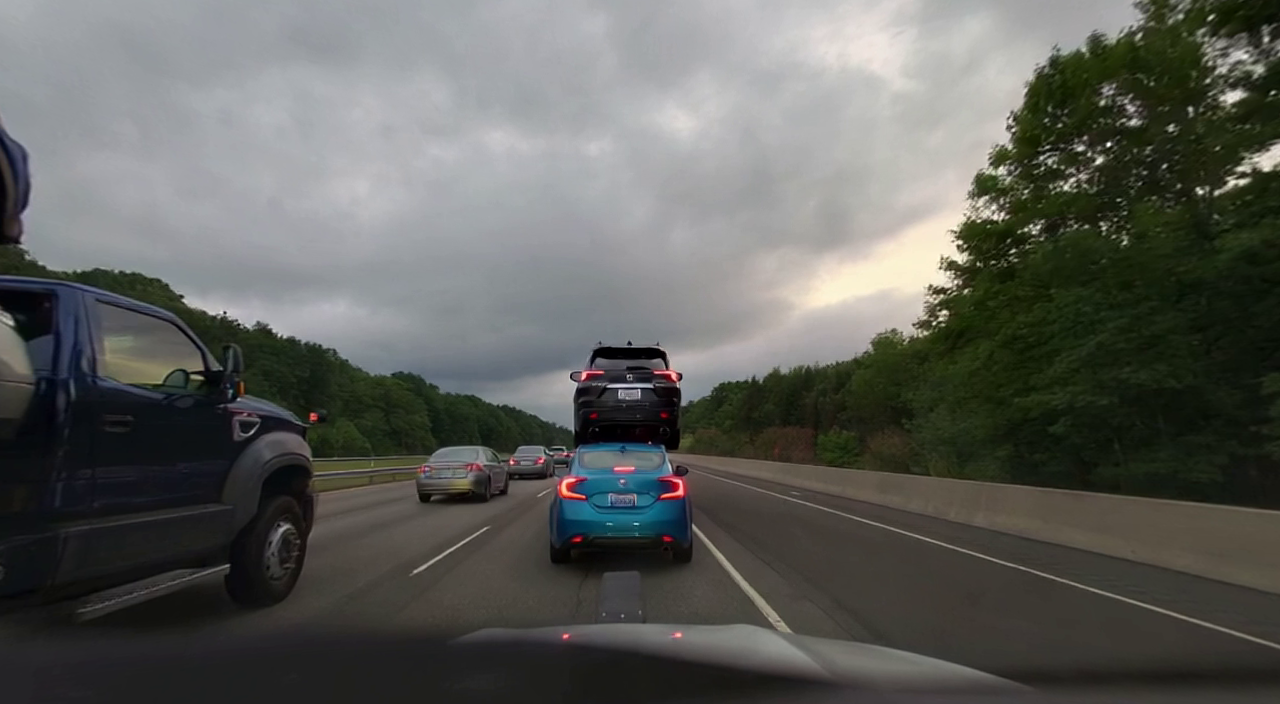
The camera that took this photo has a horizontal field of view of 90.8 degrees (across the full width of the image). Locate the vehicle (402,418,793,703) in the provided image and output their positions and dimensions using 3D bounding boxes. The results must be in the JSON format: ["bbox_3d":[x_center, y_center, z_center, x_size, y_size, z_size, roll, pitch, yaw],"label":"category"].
[{"bbox_3d":[-0.254,1.367,4.996,1.991,1.507,3.391,0,-9,-1],"label":"vehicle"}]

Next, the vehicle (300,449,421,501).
[{"bbox_3d":[-8.775,3.866,20.311,1.834,1.469,4.362,0,-9,1],"label":"vehicle"}]

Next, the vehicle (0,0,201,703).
[{"bbox_3d":[-4.489,-0.329,1.093,2.963,3.836,6.016,0,-9,-1],"label":"vehicle"}]
